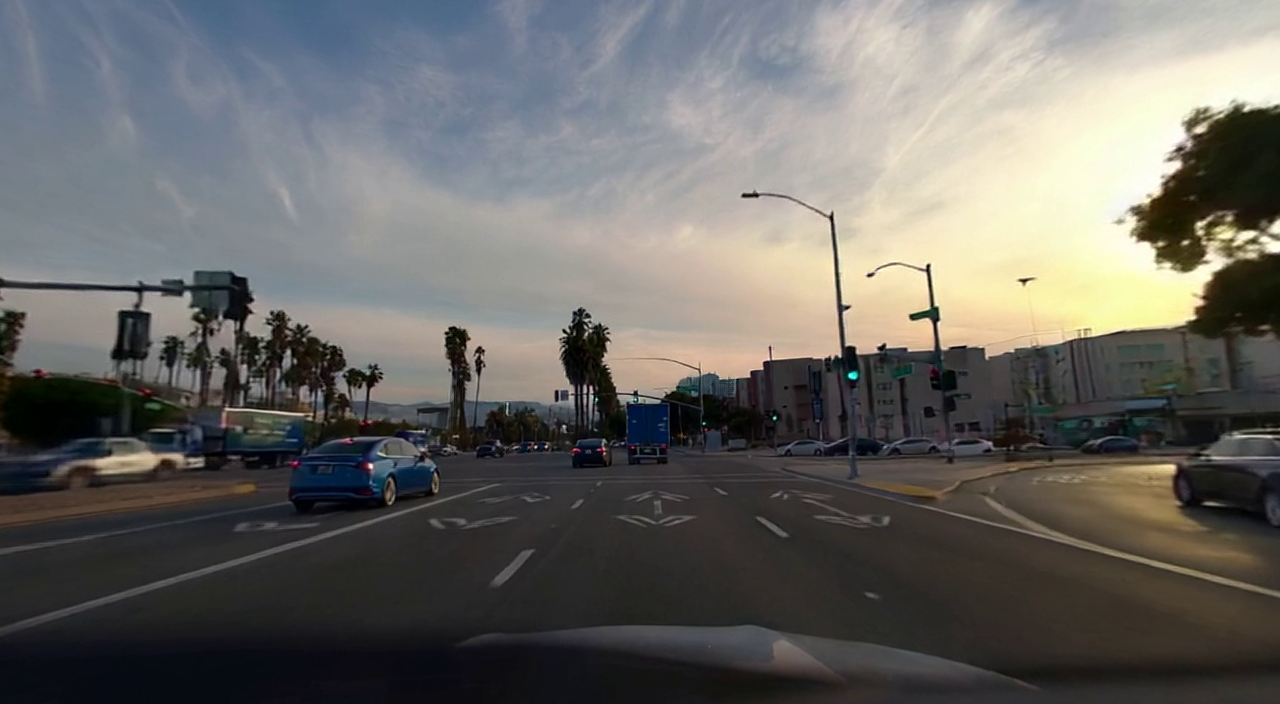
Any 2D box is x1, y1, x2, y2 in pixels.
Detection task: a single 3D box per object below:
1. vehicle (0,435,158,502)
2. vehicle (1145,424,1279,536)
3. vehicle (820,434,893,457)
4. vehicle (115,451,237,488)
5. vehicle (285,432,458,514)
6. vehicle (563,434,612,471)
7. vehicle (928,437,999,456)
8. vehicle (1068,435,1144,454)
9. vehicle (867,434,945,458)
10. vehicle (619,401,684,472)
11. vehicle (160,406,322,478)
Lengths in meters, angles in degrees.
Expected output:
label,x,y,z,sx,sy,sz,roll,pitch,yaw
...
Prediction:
label,x,y,z,sx,sy,sz,roll,pitch,yaw
vehicle,-18.173,3.639,20.059,2.032,1.885,4.303,0,-8,0
vehicle,9.851,1.842,9.200,1.961,1.502,4.541,-2,-9,14
vehicle,17.173,7.436,49.993,5.039,1.744,2.043,0,-9,0
vehicle,-21.170,5.352,28.941,1.963,1.507,4.713,0,-9,1
vehicle,-6.135,2.803,15.119,2.045,1.630,4.680,0,-8,0
vehicle,-2.794,5.475,34.376,2.178,1.826,4.933,0,-8,1
vehicle,25.616,7.473,49.782,4.506,1.484,1.928,0,-9,0
vehicle,36.713,7.293,49.520,4.337,1.487,1.949,0,-9,1
vehicle,19.649,6.989,46.541,4.831,1.529,1.966,-3,-10,0
vehicle,0.593,4.388,32.347,2.993,3.235,6.692,0,-8,1
vehicle,-25.010,5.814,40.524,3.017,3.971,11.161,0,-8,0
